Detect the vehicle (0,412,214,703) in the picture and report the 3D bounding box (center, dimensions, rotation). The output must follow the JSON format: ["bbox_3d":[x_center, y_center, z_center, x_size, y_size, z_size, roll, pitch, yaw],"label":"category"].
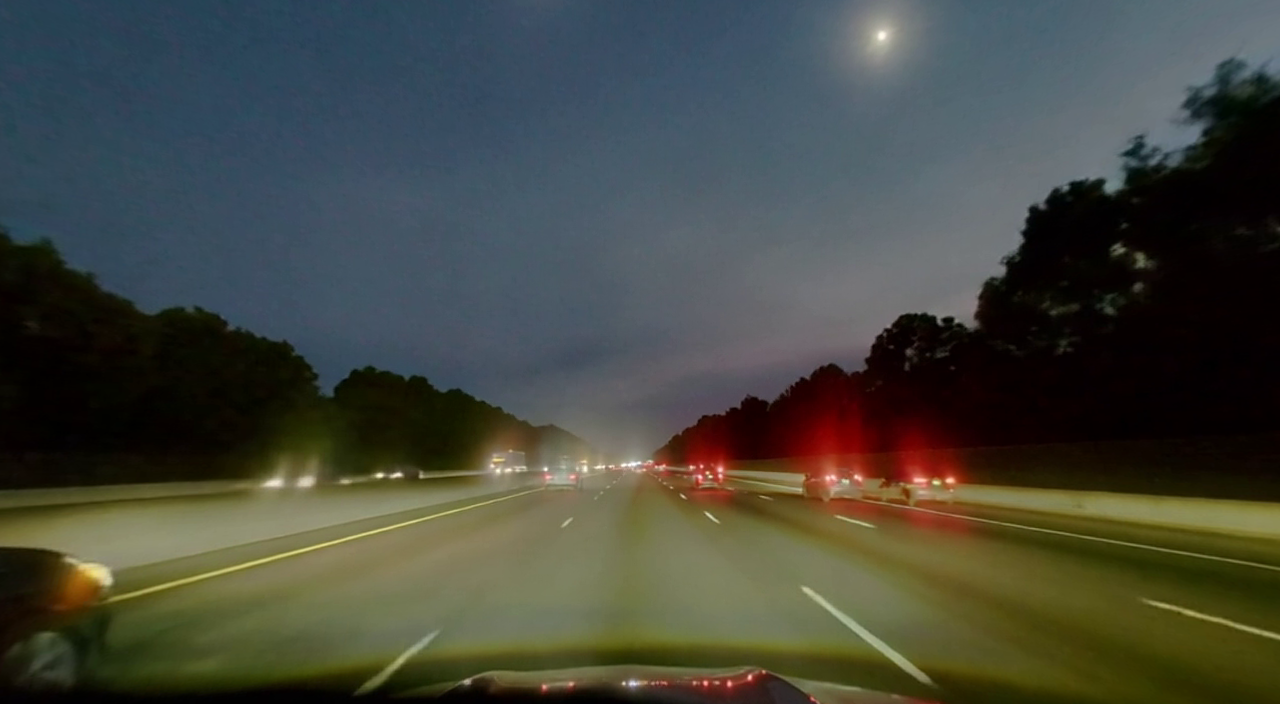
[{"bbox_3d":[-3.580,0.751,1.315,2.004,1.468,4.812,1,-10,0],"label":"vehicle"}]

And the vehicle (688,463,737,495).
[{"bbox_3d":[3.680,6.541,32.704,1.981,1.516,4.109,1,-10,0],"label":"vehicle"}]

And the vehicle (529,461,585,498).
[{"bbox_3d":[-3.640,5.679,28.232,2.000,1.484,3.995,1,-10,-1],"label":"vehicle"}]

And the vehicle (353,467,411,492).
[{"bbox_3d":[-15.645,7.741,38.408,1.895,1.428,3.703,1,-10,0],"label":"vehicle"}]

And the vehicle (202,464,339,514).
[{"bbox_3d":[-12.441,4.638,21.647,1.916,1.493,4.490,0,-10,0],"label":"vehicle"}]
